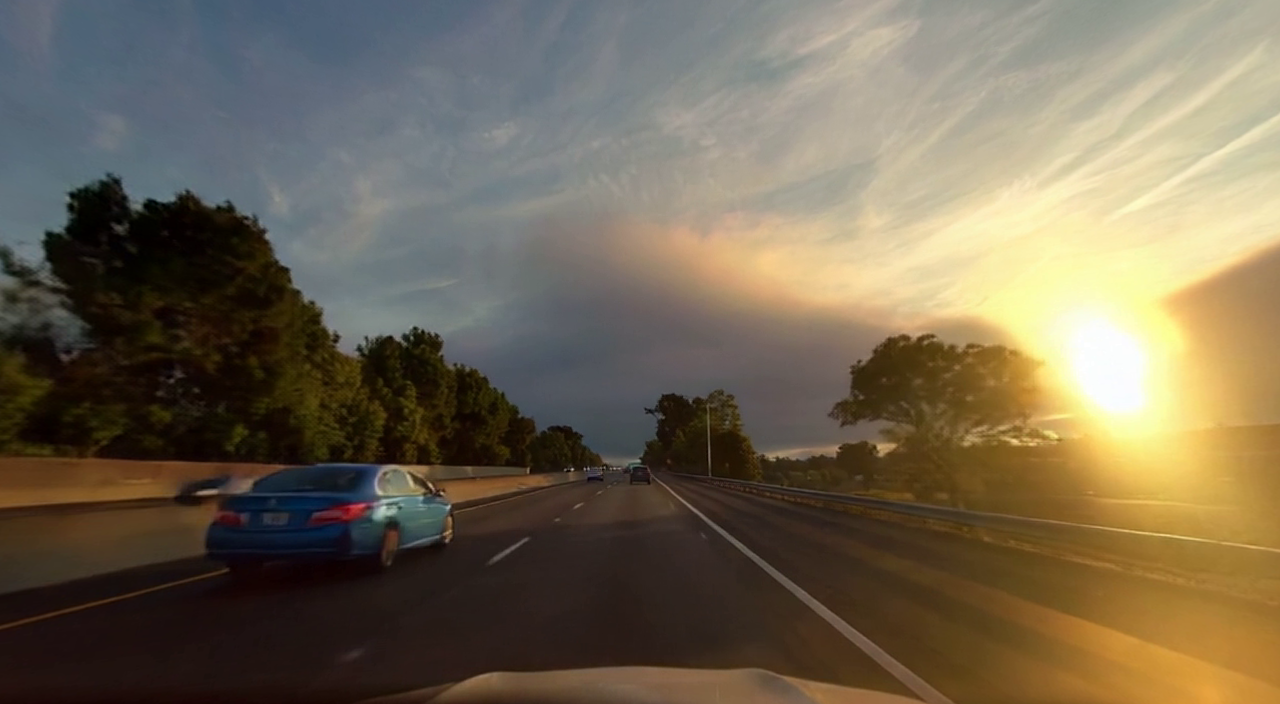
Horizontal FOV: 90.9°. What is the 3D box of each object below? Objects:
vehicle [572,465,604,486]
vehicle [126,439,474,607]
[{"bbox_3d":[-4.044,9.717,49.646,2.109,1.532,4.234,1,-11,0],"label":"vehicle"},{"bbox_3d":[-3.758,2.009,8.113,2.047,1.523,4.279,1,-11,0],"label":"vehicle"}]
